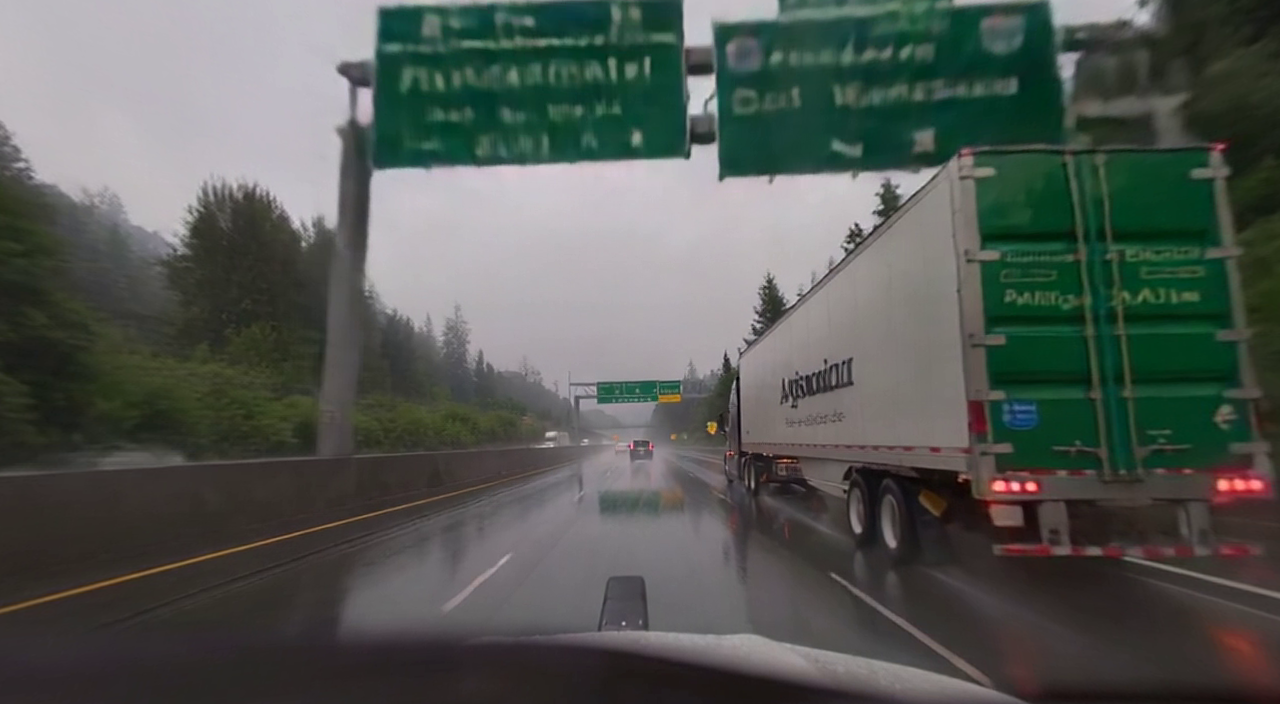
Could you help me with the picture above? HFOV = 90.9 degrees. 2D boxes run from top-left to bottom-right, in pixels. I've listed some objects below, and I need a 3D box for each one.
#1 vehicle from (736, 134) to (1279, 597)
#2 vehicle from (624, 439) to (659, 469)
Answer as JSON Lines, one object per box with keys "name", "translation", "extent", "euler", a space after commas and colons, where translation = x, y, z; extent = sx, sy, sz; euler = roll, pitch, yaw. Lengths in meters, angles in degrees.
{"name": "vehicle", "translation": [4.464, 1.064, 12.318], "extent": [3.011, 4.028, 13.890], "euler": [0, -9, 0]}
{"name": "vehicle", "translation": [0.069, 6.290, 38.948], "extent": [2.067, 1.690, 3.901], "euler": [0, -9, 0]}
